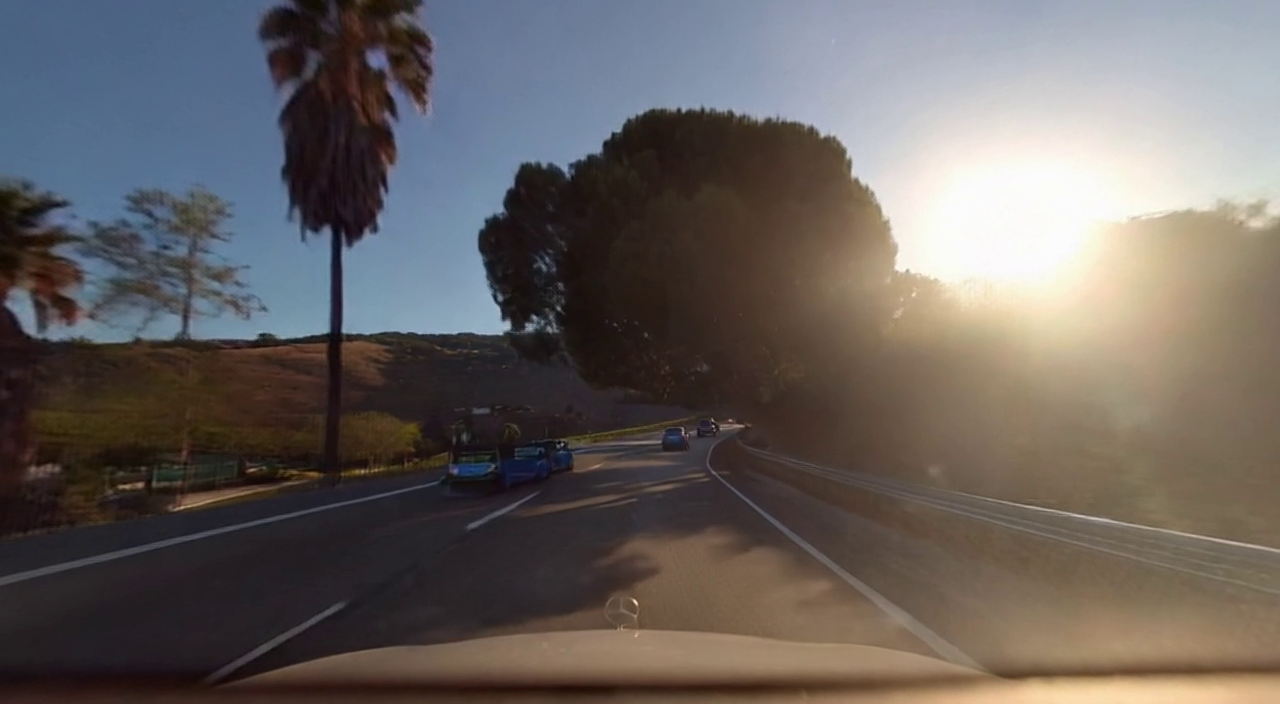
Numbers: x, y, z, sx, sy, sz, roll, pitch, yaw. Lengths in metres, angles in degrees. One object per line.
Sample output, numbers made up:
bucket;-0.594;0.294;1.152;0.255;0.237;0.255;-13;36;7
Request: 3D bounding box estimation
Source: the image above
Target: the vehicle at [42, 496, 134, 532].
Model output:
vehicle;-35.252;10.333;40.538;1.996;1.752;4.503;-1;-9;-3
